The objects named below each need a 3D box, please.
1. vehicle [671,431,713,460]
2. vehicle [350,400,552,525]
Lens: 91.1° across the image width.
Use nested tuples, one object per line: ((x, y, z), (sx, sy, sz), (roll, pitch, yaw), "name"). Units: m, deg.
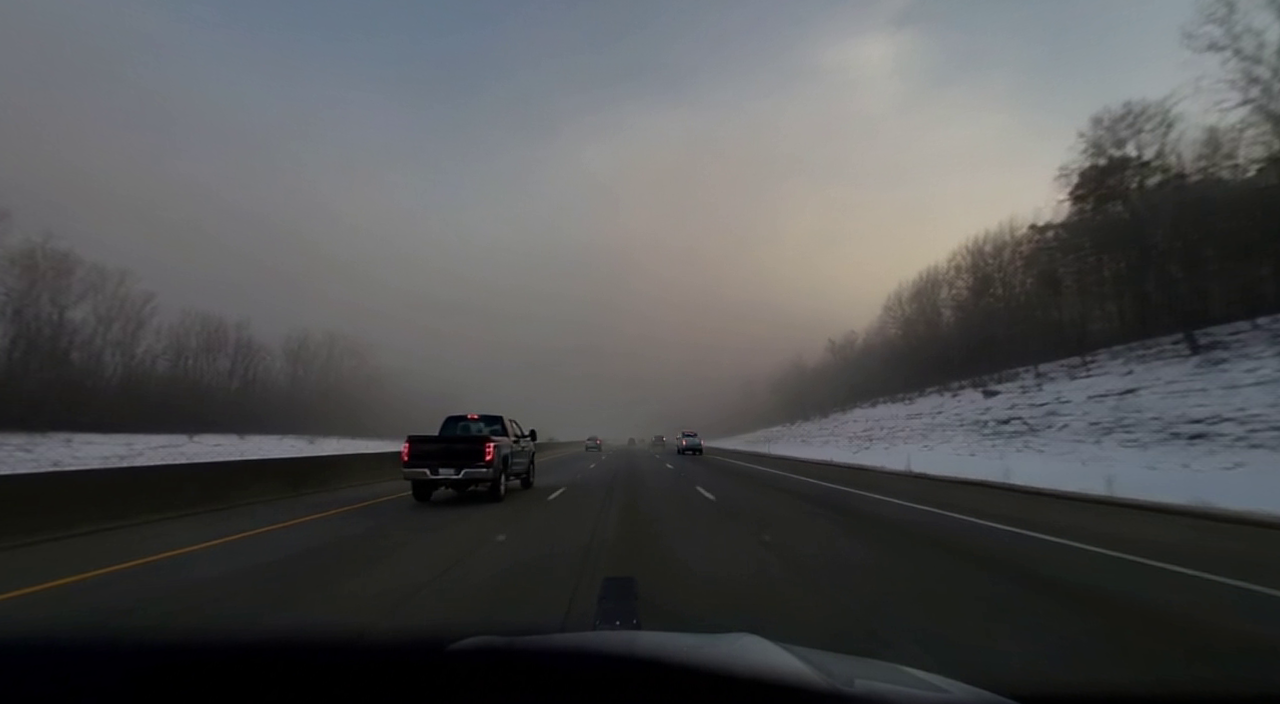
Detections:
((3.165, 5.790, 39.085), (2.124, 1.696, 4.173), (0, -8, -2), "vehicle")
((-3.043, 1.903, 11.402), (2.185, 1.772, 4.656), (0, -8, 0), "vehicle")
